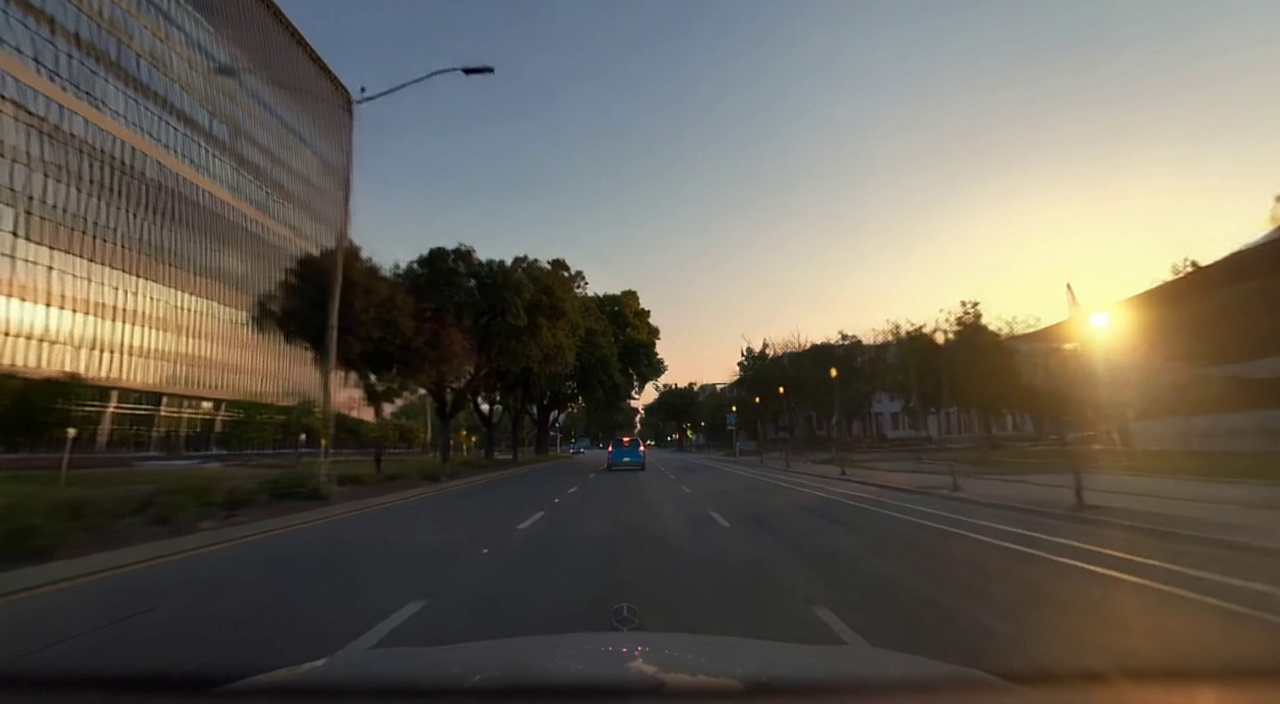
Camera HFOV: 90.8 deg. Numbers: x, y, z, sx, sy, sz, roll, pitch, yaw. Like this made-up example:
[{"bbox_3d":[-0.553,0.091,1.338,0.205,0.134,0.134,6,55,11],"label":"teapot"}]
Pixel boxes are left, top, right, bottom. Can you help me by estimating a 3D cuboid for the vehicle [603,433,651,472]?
[{"bbox_3d":[-0.637,5.213,32.881,2.313,1.860,4.319,0,-9,-1],"label":"vehicle"}]
